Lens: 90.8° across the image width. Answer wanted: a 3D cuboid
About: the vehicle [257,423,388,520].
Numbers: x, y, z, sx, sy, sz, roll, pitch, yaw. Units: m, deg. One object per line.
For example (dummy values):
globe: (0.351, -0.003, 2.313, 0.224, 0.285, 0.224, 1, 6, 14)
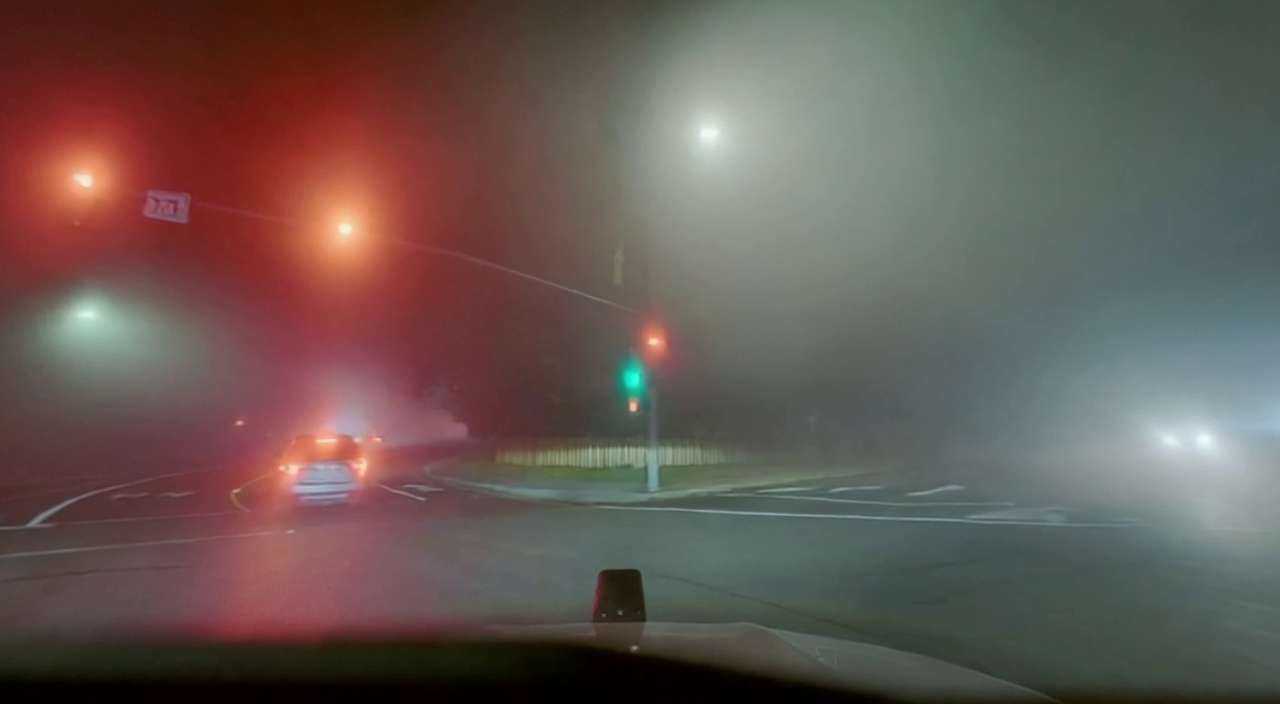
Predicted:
vehicle: (-7.320, 2.633, 14.637, 2.230, 1.827, 4.580, 4, -9, -27)
